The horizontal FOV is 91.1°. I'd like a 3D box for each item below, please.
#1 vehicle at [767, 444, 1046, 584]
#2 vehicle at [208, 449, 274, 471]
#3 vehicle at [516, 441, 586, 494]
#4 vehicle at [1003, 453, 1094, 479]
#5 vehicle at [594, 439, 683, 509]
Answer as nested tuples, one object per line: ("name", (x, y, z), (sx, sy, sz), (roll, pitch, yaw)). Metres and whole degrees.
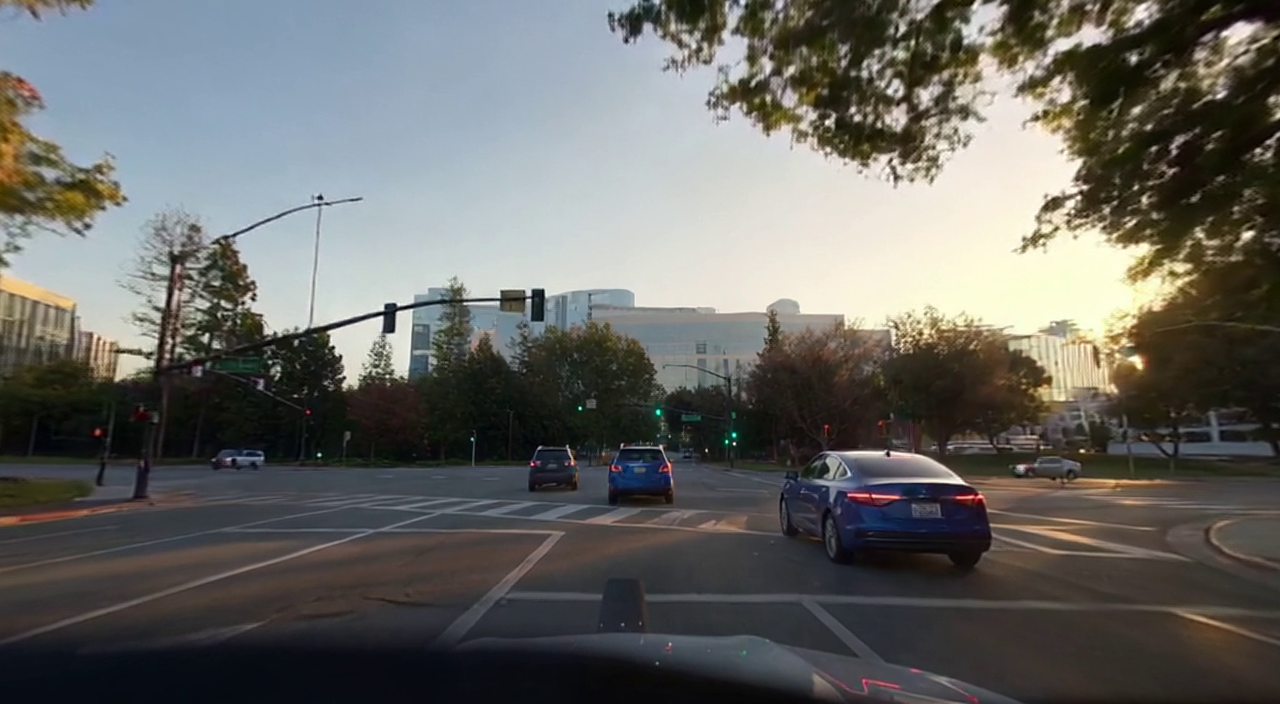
("vehicle", (3.290, 2.063, 8.993), (2.056, 1.468, 4.520), (0, -8, 1))
("vehicle", (-31.318, 8.450, 49.292), (4.422, 1.605, 1.955), (-3, -9, 20))
("vehicle", (-2.979, 3.951, 21.871), (1.987, 1.633, 4.005), (0, -8, -2))
("vehicle", (27.864, 7.794, 43.013), (4.705, 1.631, 2.053), (-3, -9, 16))
("vehicle", (-0.011, 3.232, 17.182), (2.108, 1.654, 4.235), (0, -8, 1))
